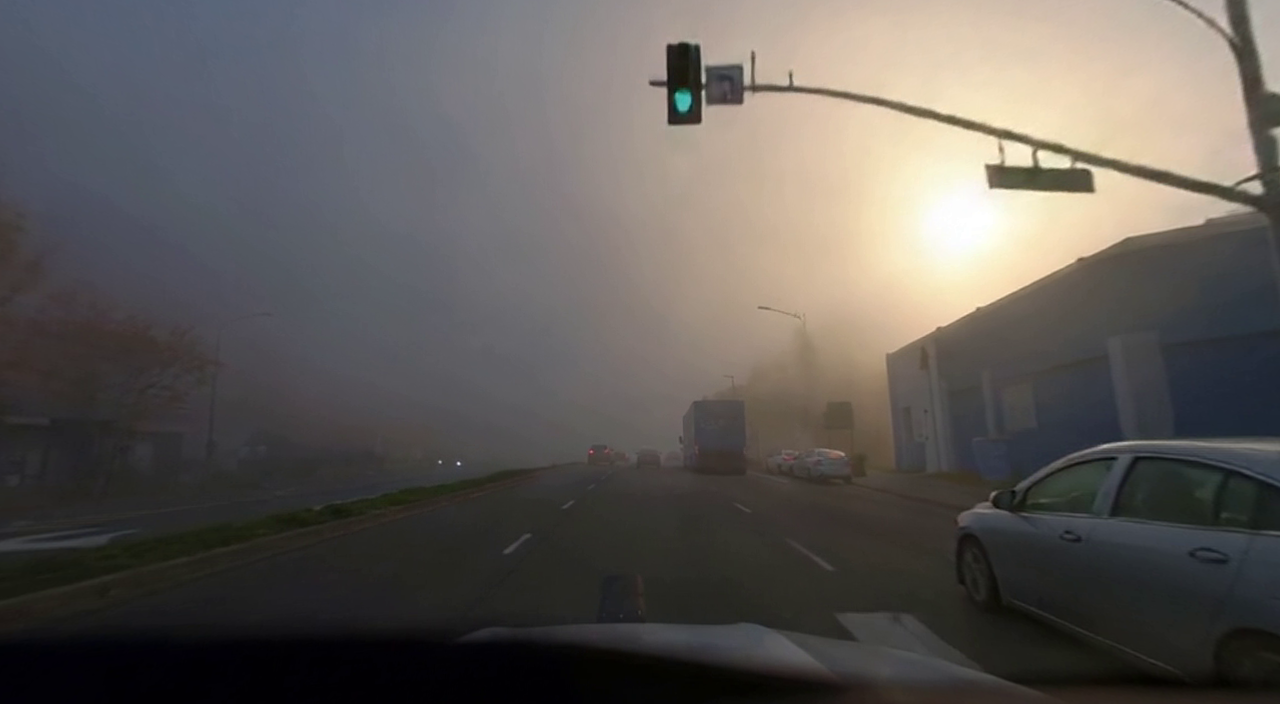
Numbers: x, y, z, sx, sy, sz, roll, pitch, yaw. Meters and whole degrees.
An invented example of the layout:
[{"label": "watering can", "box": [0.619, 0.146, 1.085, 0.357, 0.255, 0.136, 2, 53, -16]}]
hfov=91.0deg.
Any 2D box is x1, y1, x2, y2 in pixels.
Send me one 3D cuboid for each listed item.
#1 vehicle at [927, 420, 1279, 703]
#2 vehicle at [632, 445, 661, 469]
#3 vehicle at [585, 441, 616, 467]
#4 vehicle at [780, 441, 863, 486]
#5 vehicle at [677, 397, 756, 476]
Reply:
[{"label": "vehicle", "box": [3.789, 1.149, 3.589, 1.915, 1.449, 4.970, 0, -8, -1]}, {"label": "vehicle", "box": [0.431, 7.114, 42.863, 1.846, 1.528, 4.348, 0, -8, 0]}, {"label": "vehicle", "box": [-2.999, 7.860, 48.620, 2.035, 1.867, 4.607, 0, -8, 2]}, {"label": "vehicle", "box": [7.013, 4.501, 24.885, 1.889, 1.417, 4.759, -3, -13, 1]}, {"label": "vehicle", "box": [3.900, 4.723, 34.914, 3.003, 3.680, 10.684, 0, -8, 0]}]
